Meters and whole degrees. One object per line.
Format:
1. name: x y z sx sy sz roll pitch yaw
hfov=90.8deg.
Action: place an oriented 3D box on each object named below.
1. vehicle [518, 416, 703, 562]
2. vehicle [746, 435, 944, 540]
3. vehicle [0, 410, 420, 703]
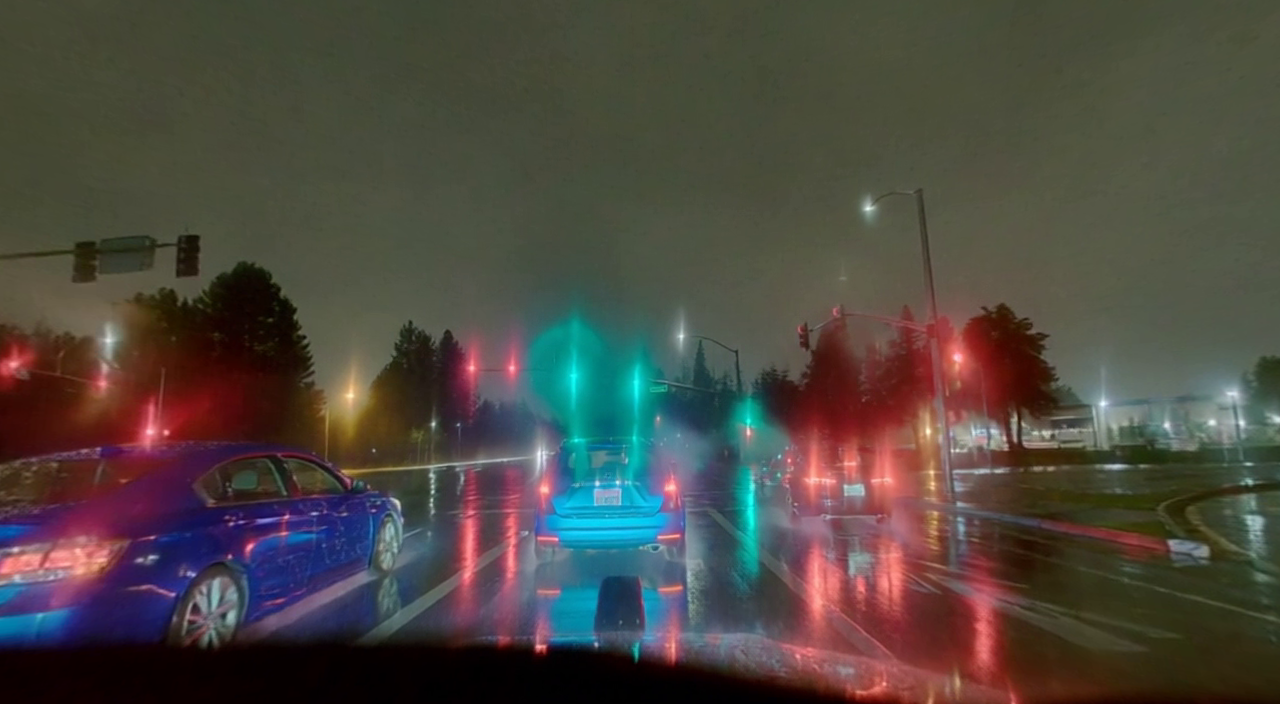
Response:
1. vehicle: -0.344 1.802 8.978 2.038 1.599 3.844 0 -8 -1
2. vehicle: 3.274 2.249 11.209 1.970 1.449 4.433 0 -8 -1
3. vehicle: -3.577 1.326 5.024 2.052 1.472 4.479 0 -8 0
